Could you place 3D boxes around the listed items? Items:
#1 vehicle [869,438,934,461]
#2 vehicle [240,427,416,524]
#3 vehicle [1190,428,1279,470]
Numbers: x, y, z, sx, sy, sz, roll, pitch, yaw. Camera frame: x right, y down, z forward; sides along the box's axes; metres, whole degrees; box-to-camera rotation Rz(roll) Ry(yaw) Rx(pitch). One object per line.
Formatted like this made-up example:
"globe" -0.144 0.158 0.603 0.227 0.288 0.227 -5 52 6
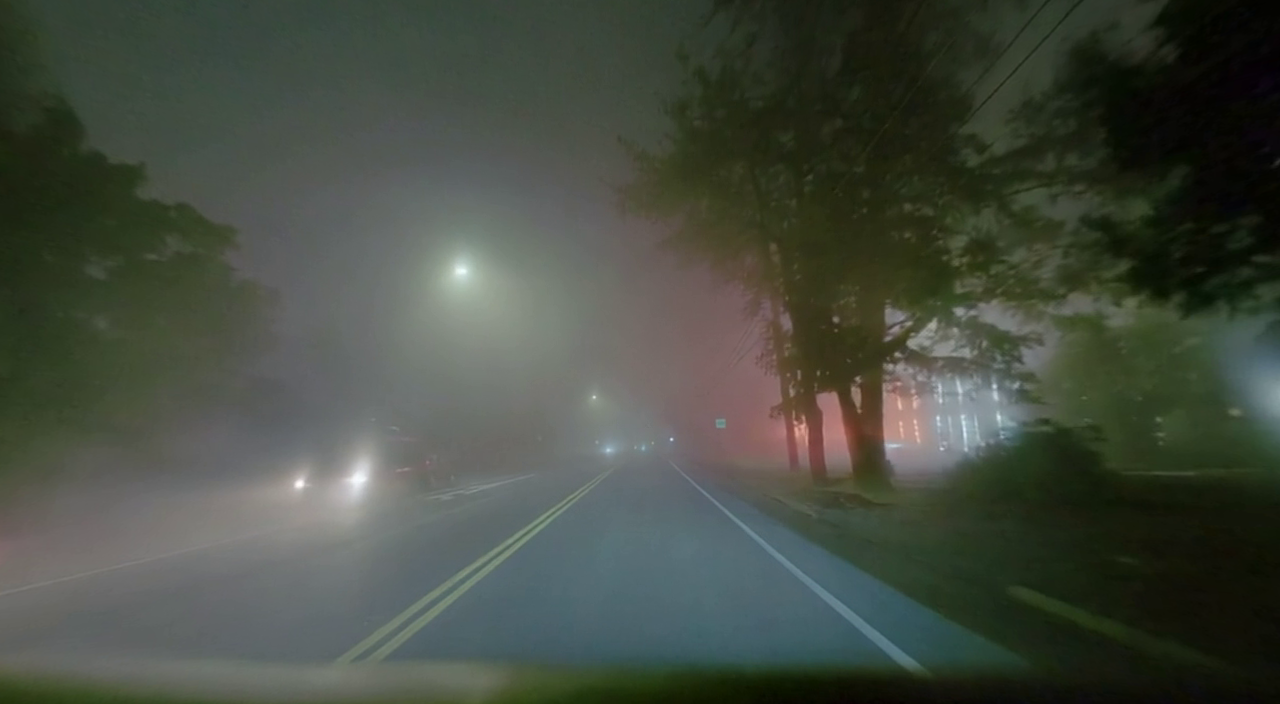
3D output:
"vehicle" 20.419 7.621 49.315 4.151 1.730 2.131 0 -9 6
"vehicle" -7.889 3.064 16.594 2.138 2.038 4.717 -4 -7 2
"vehicle" 23.397 3.565 23.272 4.263 1.473 1.974 -1 -8 1
